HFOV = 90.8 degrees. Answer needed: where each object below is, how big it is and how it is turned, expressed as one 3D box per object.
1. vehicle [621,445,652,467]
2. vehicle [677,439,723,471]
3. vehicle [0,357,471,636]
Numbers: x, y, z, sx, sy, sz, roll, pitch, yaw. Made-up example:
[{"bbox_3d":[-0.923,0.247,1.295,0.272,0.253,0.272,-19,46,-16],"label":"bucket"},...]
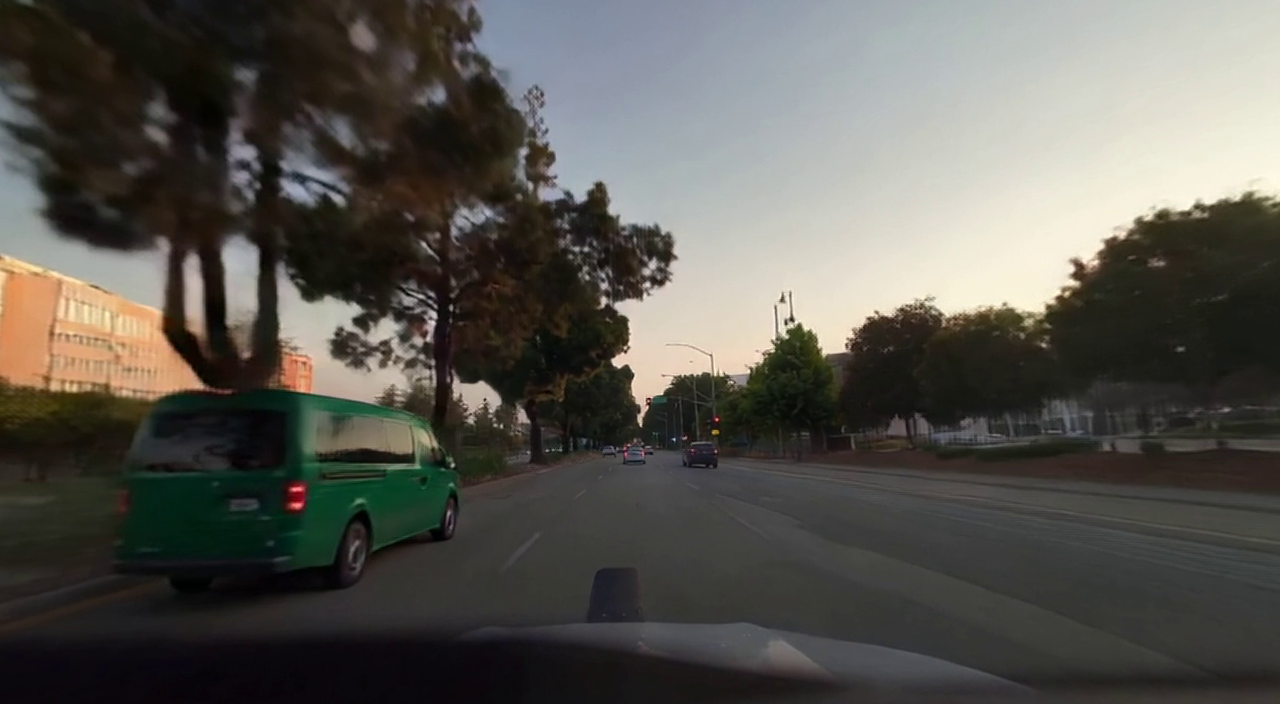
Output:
[{"bbox_3d":[-0.289,7.267,44.272,2.039,1.455,3.826,0,-9,-1],"label":"vehicle"},{"bbox_3d":[3.480,6.092,37.554,2.181,1.781,4.257,0,-9,-2],"label":"vehicle"},{"bbox_3d":[-3.478,1.310,6.657,2.075,1.863,4.744,0,-9,0],"label":"vehicle"}]
